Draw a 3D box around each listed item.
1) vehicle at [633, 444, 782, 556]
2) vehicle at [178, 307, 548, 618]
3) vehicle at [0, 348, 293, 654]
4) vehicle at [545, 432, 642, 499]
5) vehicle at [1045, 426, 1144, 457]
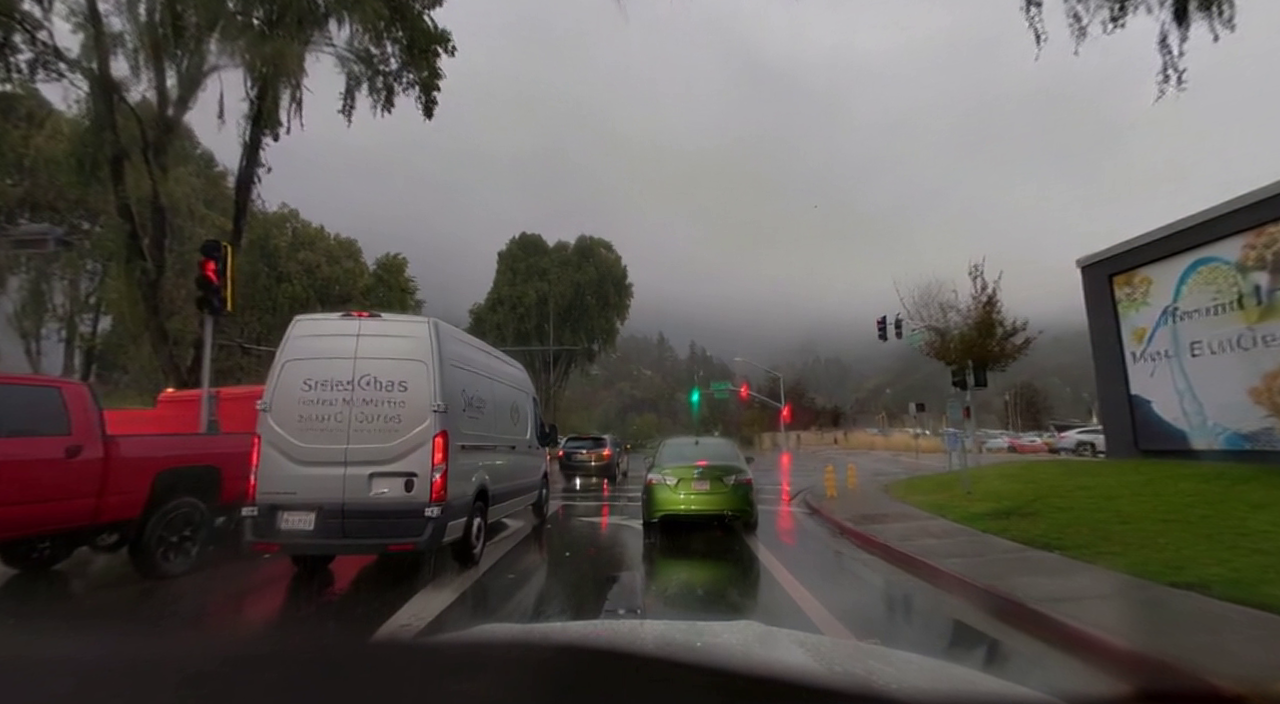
[{"bbox_3d":[1.337,2.725,12.429,2.398,1.773,4.254,-1,-9,7],"label":"vehicle"},{"bbox_3d":[-3.114,1.469,9.088,2.555,3.035,5.702,0,-9,1],"label":"vehicle"},{"bbox_3d":[-6.137,1.364,6.286,2.352,2.333,5.197,0,-9,-1],"label":"vehicle"},{"bbox_3d":[-1.346,3.593,20.360,2.130,1.876,4.445,-1,-9,9],"label":"vehicle"},{"bbox_3d":[30.915,6.105,42.915,5.084,2.041,2.360,1,-9,-8],"label":"vehicle"}]
